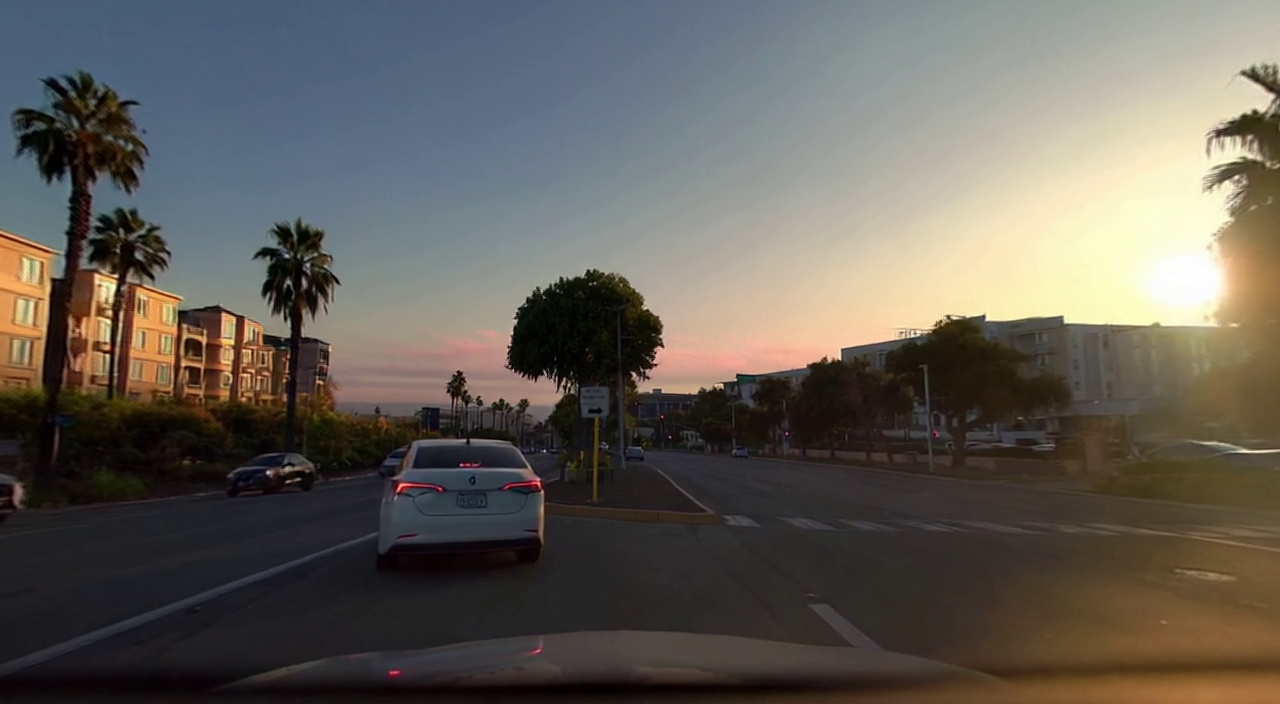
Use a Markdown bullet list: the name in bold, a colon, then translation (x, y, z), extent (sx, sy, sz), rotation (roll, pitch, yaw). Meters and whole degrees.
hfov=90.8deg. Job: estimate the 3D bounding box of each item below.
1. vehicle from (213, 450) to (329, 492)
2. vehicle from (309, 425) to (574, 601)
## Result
- **vehicle**: translation (-14.342, 4.613, 24.930), extent (2.099, 1.464, 4.615), rotation (1, -9, -5)
- **vehicle**: translation (-2.697, 1.725, 7.780), extent (1.986, 1.473, 4.382), rotation (5, -10, -32)
